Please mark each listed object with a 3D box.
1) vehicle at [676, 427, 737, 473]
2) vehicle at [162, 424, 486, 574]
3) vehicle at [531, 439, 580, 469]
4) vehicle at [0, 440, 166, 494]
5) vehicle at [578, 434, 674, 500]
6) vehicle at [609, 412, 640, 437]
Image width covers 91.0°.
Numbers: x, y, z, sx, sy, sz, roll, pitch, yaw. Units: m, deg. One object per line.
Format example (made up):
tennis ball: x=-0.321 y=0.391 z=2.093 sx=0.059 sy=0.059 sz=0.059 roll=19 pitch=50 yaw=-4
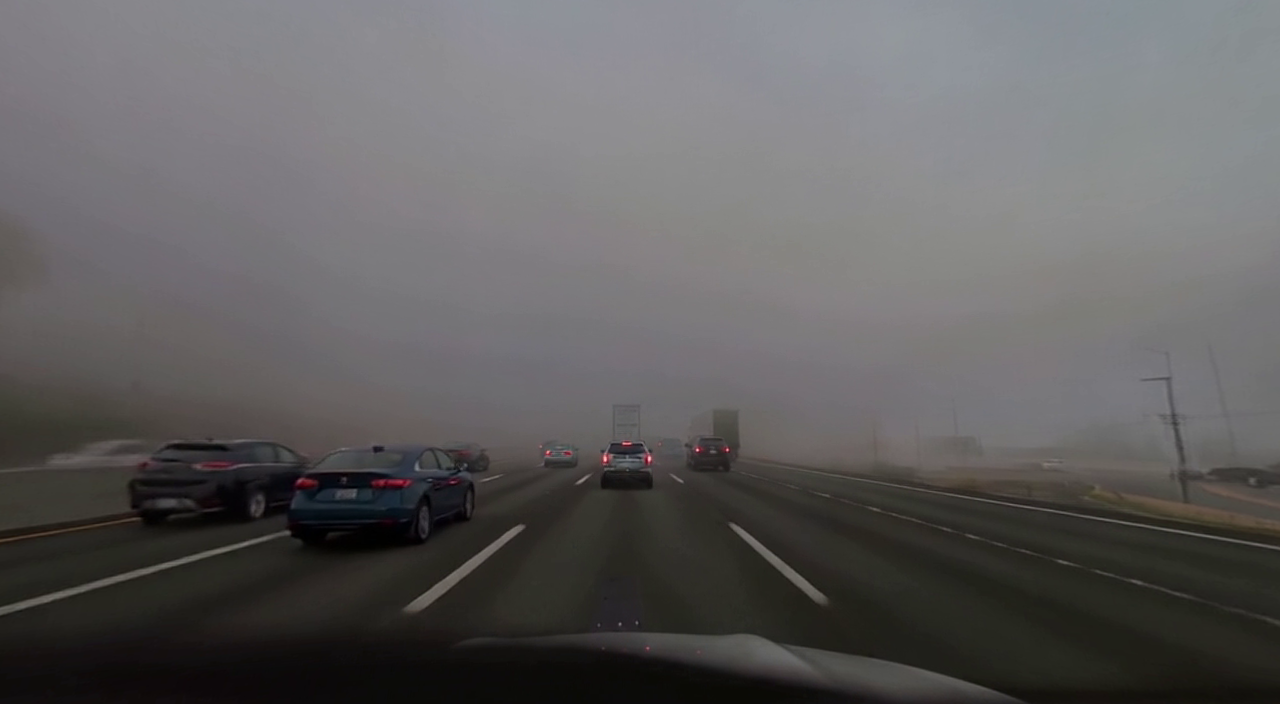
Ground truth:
vehicle: x=2.891 y=4.394 z=28.339 sx=2.173 sy=1.870 sz=4.499 roll=0 pitch=-8 yaw=-1
vehicle: x=-3.710 y=1.792 z=8.567 sx=2.064 sy=1.475 sz=4.489 roll=0 pitch=-8 yaw=0
vehicle: x=-4.254 y=5.228 z=32.406 sx=1.998 sy=1.423 sz=4.436 roll=0 pitch=-8 yaw=-1
vehicle: x=-20.645 y=4.163 z=23.352 sx=2.213 sy=1.741 sz=5.092 roll=0 pitch=-8 yaw=-2
vehicle: x=-0.304 y=2.871 z=16.128 sx=2.136 sy=1.470 sz=3.971 roll=0 pitch=-8 yaw=0
vehicle: x=-1.145 y=5.513 z=47.466 sx=2.206 sy=1.803 sz=4.569 roll=0 pitch=-8 yaw=-1
